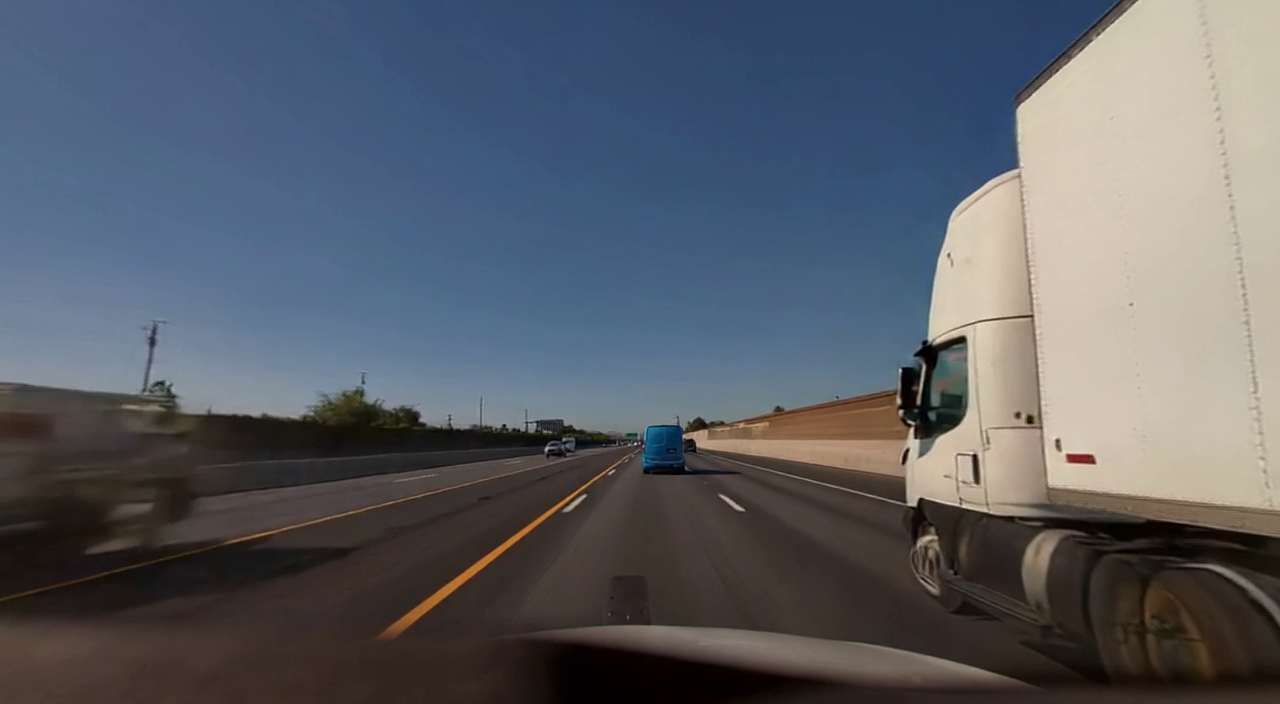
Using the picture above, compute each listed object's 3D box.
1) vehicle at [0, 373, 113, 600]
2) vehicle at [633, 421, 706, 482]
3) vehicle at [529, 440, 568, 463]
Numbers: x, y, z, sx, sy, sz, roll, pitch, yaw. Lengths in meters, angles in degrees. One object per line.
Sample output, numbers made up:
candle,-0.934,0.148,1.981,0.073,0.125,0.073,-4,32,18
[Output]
vehicle,-7.735,1.162,4.987,2.546,2.262,5.135,0,-8,1
vehicle,1.005,3.682,23.549,2.469,2.027,4.554,0,-8,1
vehicle,-6.831,7.490,47.380,2.157,1.650,4.441,0,-8,1
